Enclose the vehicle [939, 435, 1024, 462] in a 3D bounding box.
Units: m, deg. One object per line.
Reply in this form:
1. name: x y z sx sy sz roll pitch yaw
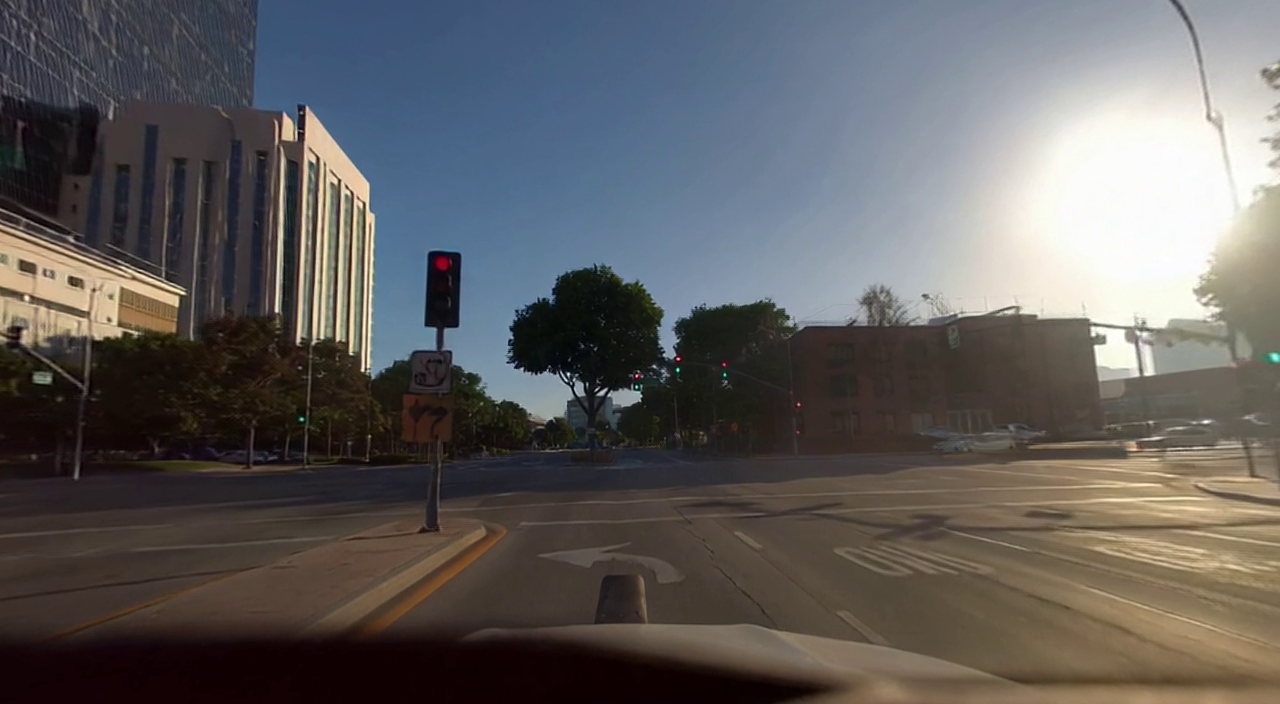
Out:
1. vehicle: 21.503 6.042 39.701 4.769 1.634 1.884 3 -9 -19
